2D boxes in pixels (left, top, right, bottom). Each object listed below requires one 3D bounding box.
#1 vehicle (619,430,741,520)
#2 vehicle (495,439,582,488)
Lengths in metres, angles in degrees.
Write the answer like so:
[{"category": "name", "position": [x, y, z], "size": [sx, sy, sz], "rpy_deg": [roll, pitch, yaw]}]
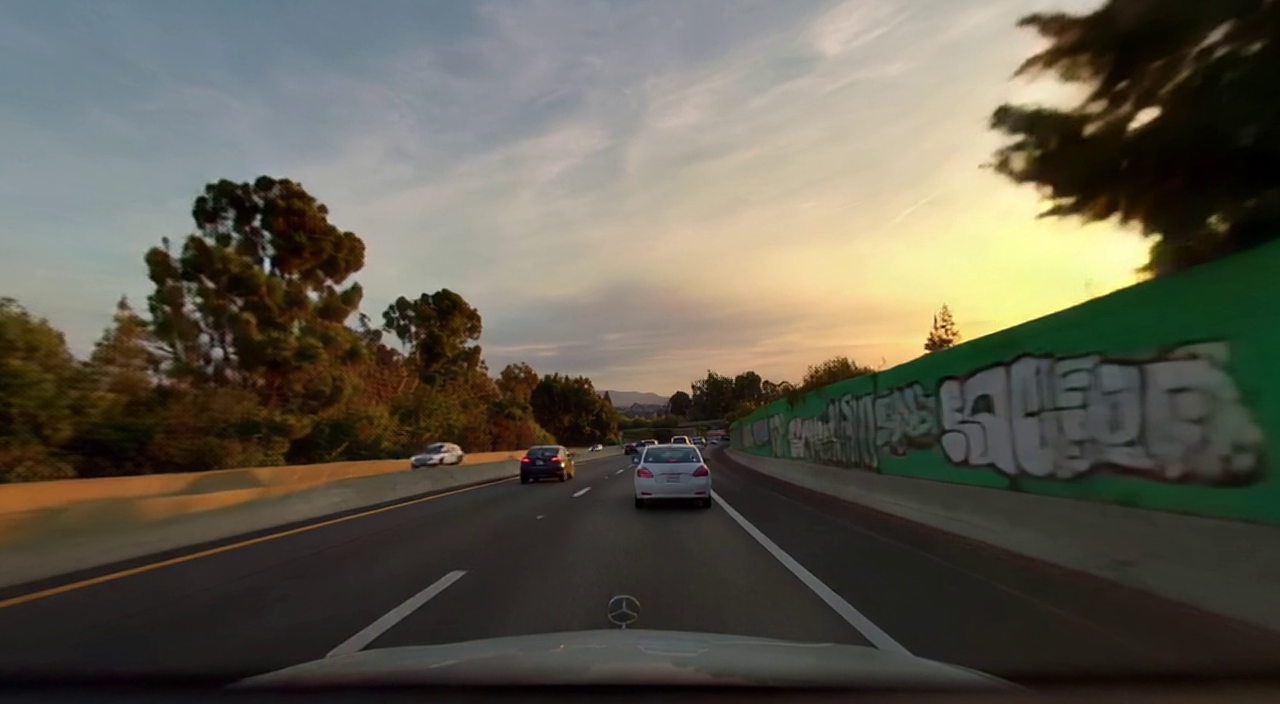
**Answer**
[{"category": "vehicle", "position": [0.734, 2.394, 12.765], "size": [2.077, 1.533, 3.854], "rpy_deg": [0, -8, 2]}, {"category": "vehicle", "position": [-3.264, 3.667, 21.117], "size": [2.059, 1.471, 4.152], "rpy_deg": [0, -8, 3]}]
